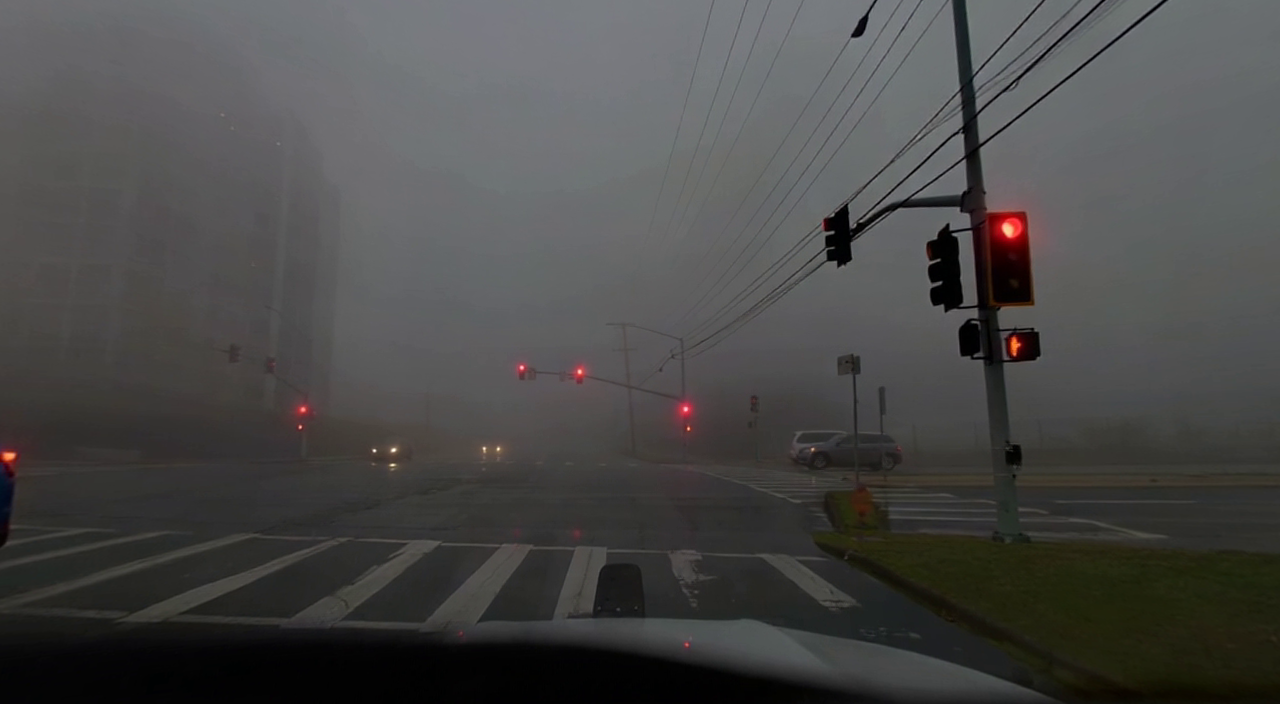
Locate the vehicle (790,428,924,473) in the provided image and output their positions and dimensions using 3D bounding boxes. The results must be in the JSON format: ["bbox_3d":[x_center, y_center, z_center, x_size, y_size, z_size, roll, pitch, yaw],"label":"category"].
[{"bbox_3d":[8.706,4.013,25.722,4.884,1.714,2.021,-2,-9,12],"label":"vehicle"}]
